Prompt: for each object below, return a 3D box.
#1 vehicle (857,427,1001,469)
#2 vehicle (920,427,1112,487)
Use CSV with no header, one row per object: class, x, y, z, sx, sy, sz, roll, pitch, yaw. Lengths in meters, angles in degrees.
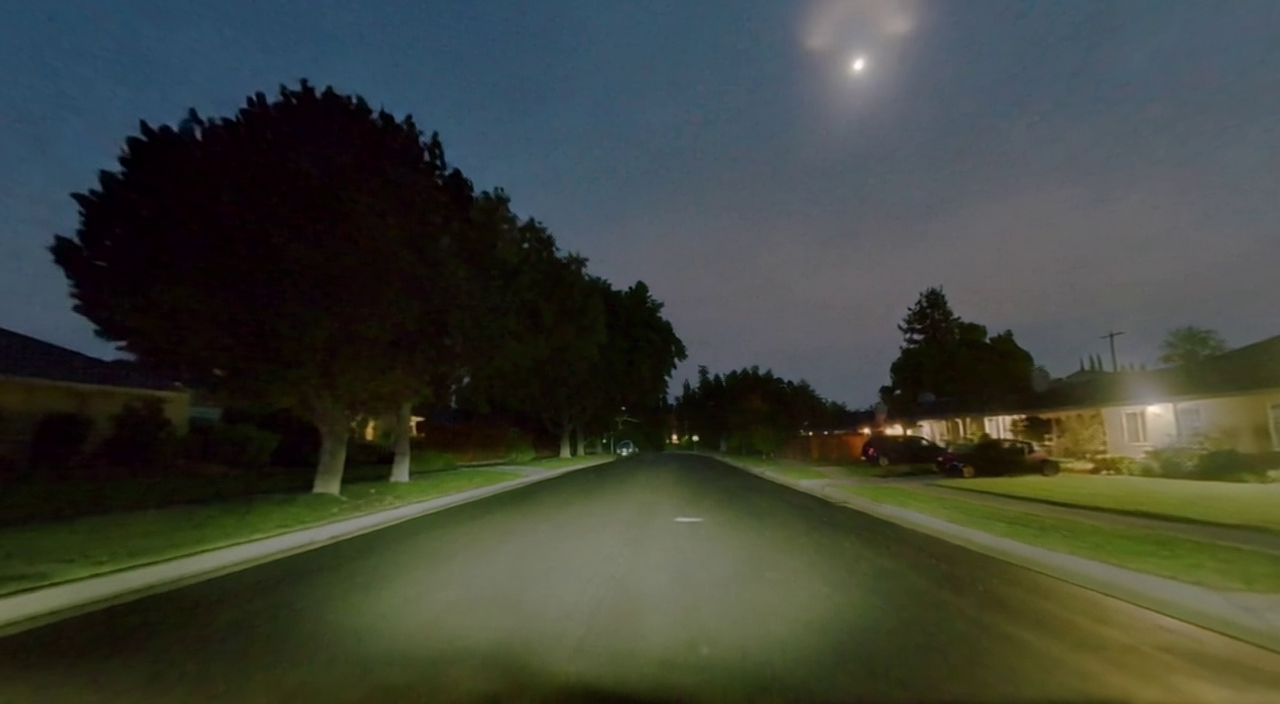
vehicle,13.421,4.504,29.521,5.637,1.890,2.171,-1,-9,3
vehicle,11.670,3.295,19.839,4.710,1.512,1.894,-4,-9,2
